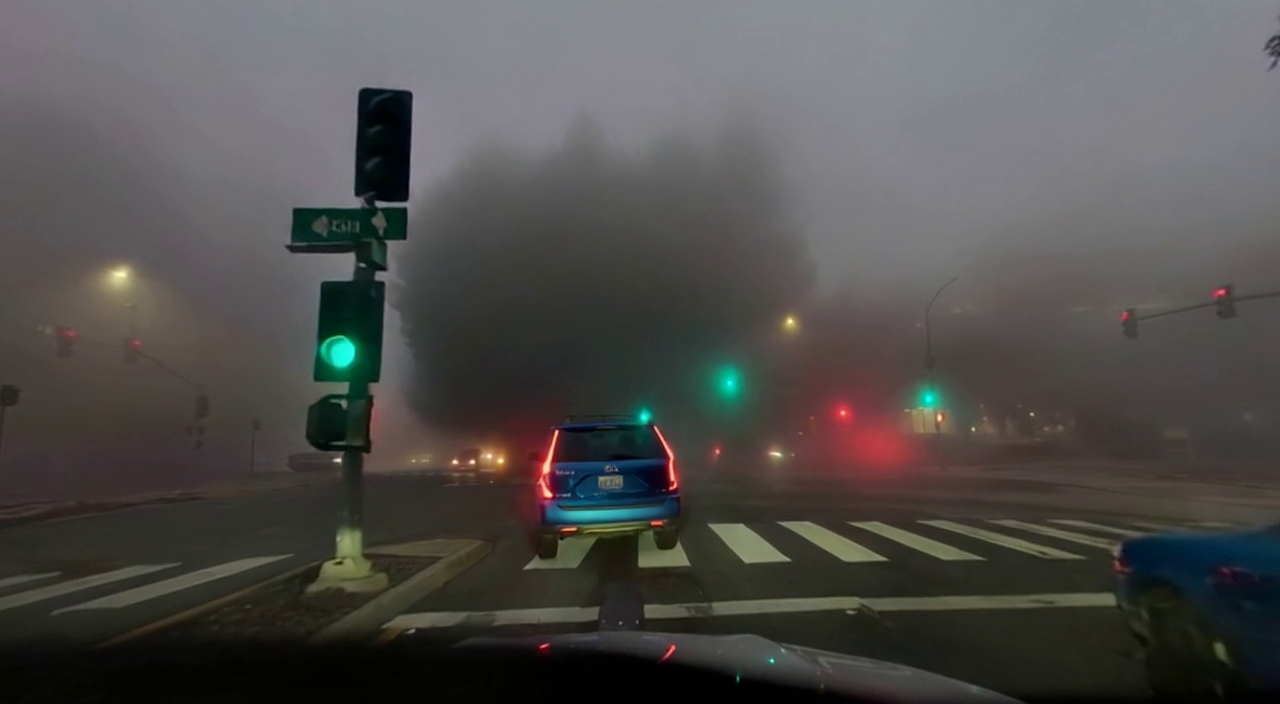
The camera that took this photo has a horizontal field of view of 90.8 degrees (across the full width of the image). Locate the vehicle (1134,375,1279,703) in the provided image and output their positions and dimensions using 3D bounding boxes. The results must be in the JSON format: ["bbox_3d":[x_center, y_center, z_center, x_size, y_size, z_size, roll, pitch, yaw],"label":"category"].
[{"bbox_3d":[3.583,0.661,1.040,1.899,1.572,4.425,0,-8,-1],"label":"vehicle"}]

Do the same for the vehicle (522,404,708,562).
[{"bbox_3d":[-0.632,1.815,9.506,2.085,1.807,4.038,2,-8,-12],"label":"vehicle"}]

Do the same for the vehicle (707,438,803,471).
[{"bbox_3d":[6.003,5.370,33.296,4.529,1.604,2.130,-8,-11,43],"label":"vehicle"}]
